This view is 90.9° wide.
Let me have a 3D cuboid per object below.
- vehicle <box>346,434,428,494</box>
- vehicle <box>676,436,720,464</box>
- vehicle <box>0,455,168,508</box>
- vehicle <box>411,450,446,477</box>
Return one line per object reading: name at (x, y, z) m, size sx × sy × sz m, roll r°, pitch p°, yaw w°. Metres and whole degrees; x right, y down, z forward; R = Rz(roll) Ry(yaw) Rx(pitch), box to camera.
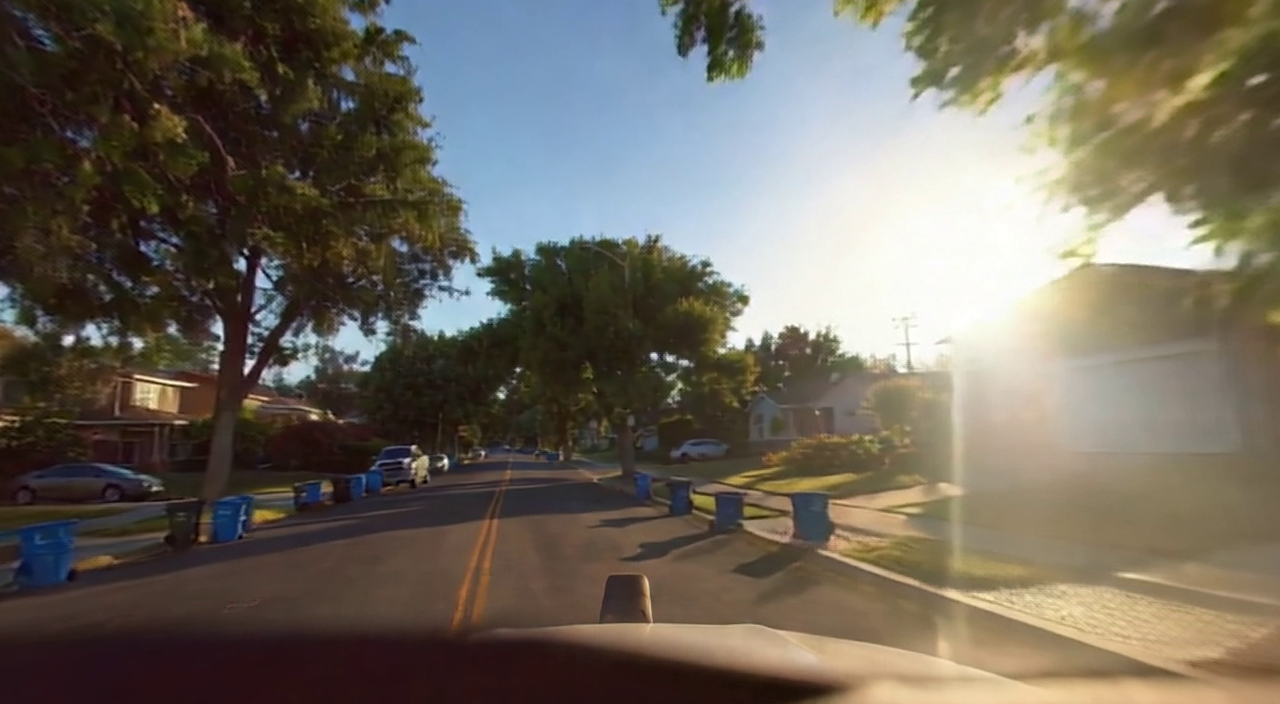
vehicle at (-11.662, 5.130, 29.551) m, size 2.223 × 2.115 × 5.707 m, roll 7°, pitch -6°, yaw -10°
vehicle at (4.177, 7.151, 46.341) m, size 1.936 × 1.687 × 4.714 m, roll -3°, pitch -6°, yaw -11°
vehicle at (-19.008, 4.323, 21.104) m, size 4.617 × 1.491 × 1.953 m, roll -1°, pitch -10°, yaw -10°
vehicle at (-15.551, 8.198, 46.482) m, size 1.945 × 1.530 × 4.430 m, roll -3°, pitch -6°, yaw -13°
